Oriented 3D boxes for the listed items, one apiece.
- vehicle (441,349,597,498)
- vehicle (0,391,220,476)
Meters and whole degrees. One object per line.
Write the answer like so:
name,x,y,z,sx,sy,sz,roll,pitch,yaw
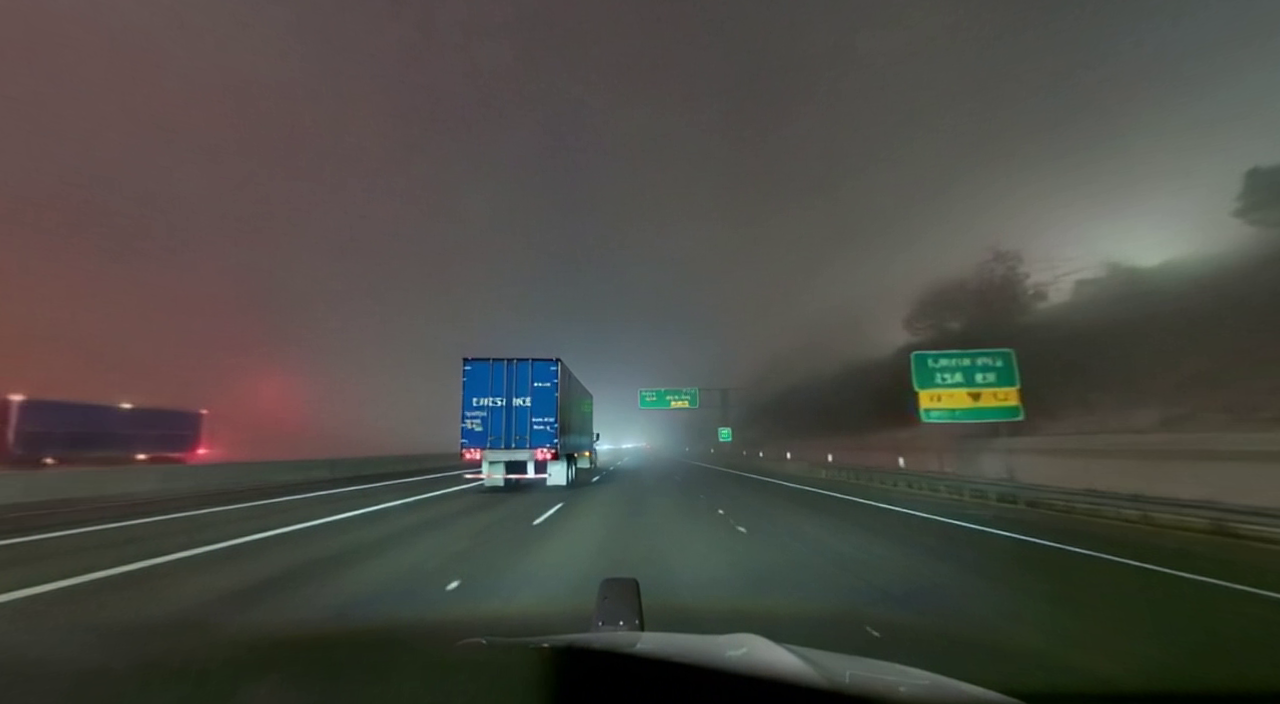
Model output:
vehicle,-3.570,2.707,22.274,3.059,3.956,11.036,0,-9,1
vehicle,-32.050,4.981,37.151,2.915,4.008,16.819,0,-9,0
